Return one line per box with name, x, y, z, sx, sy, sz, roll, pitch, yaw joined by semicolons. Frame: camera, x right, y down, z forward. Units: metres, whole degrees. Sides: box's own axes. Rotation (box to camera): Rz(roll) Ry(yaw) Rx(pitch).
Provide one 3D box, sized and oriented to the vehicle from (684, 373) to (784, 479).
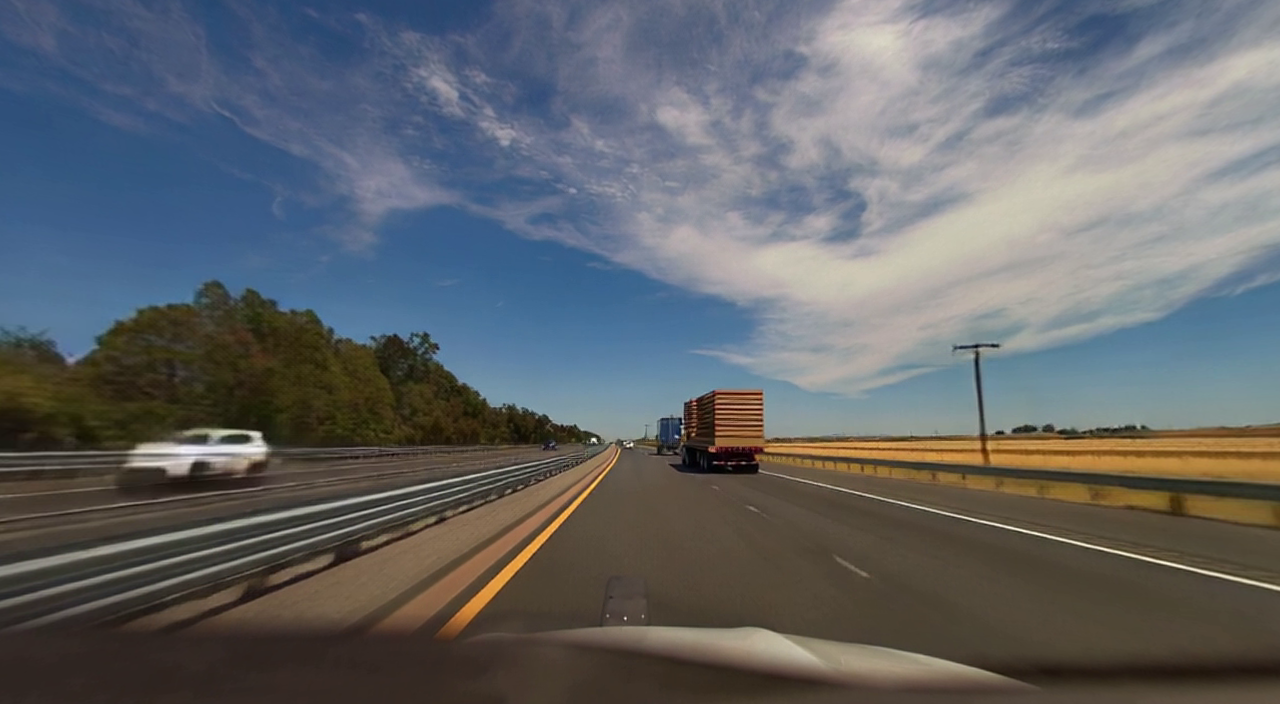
vehicle;4.081;3.803;31.079;3.024;4.065;13.796;0;-8;1
